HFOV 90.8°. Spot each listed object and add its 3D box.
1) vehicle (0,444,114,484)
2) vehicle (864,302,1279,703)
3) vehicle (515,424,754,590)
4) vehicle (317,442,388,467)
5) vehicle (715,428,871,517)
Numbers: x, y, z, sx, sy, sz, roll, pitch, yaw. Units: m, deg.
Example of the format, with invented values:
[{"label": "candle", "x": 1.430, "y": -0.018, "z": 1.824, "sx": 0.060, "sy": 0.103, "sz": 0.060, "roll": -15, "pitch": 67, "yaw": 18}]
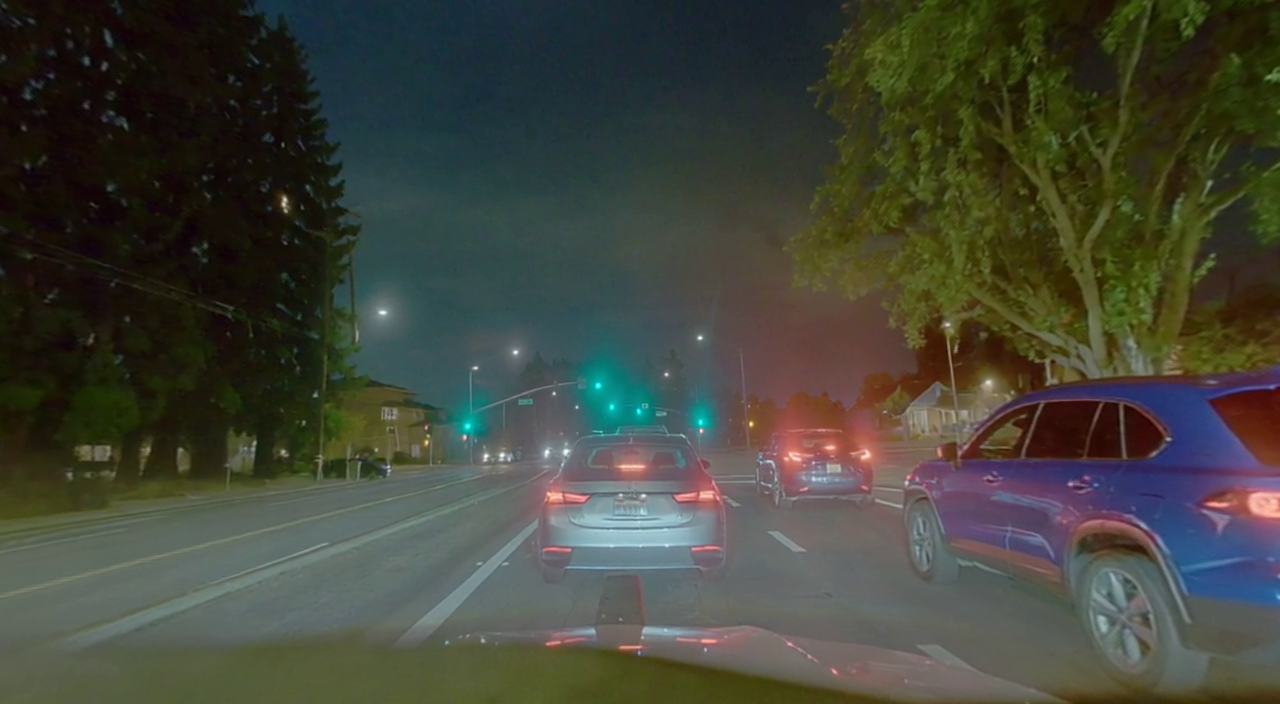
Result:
[{"label": "vehicle", "x": -22.531, "y": 4.187, "z": 23.701, "sx": 4.092, "sy": 1.438, "sz": 1.639, "roll": 0, "pitch": -8, "yaw": 1}, {"label": "vehicle", "x": 3.359, "y": 0.995, "z": 4.326, "sx": 2.006, "sy": 1.766, "sz": 4.345, "roll": 0, "pitch": -8, "yaw": -1}, {"label": "vehicle", "x": -0.101, "y": 1.727, "z": 7.933, "sx": 2.186, "sy": 1.500, "sz": 4.141, "roll": 0, "pitch": -8, "yaw": -1}, {"label": "vehicle", "x": -19.905, "y": 7.103, "z": 43.790, "sx": 3.957, "sy": 1.630, "sz": 1.881, "roll": 0, "pitch": -8, "yaw": 0}, {"label": "vehicle", "x": 2.953, "y": 2.439, "z": 13.342, "sx": 1.971, "sy": 1.517, "sz": 4.521, "roll": 0, "pitch": -8, "yaw": -2}]
